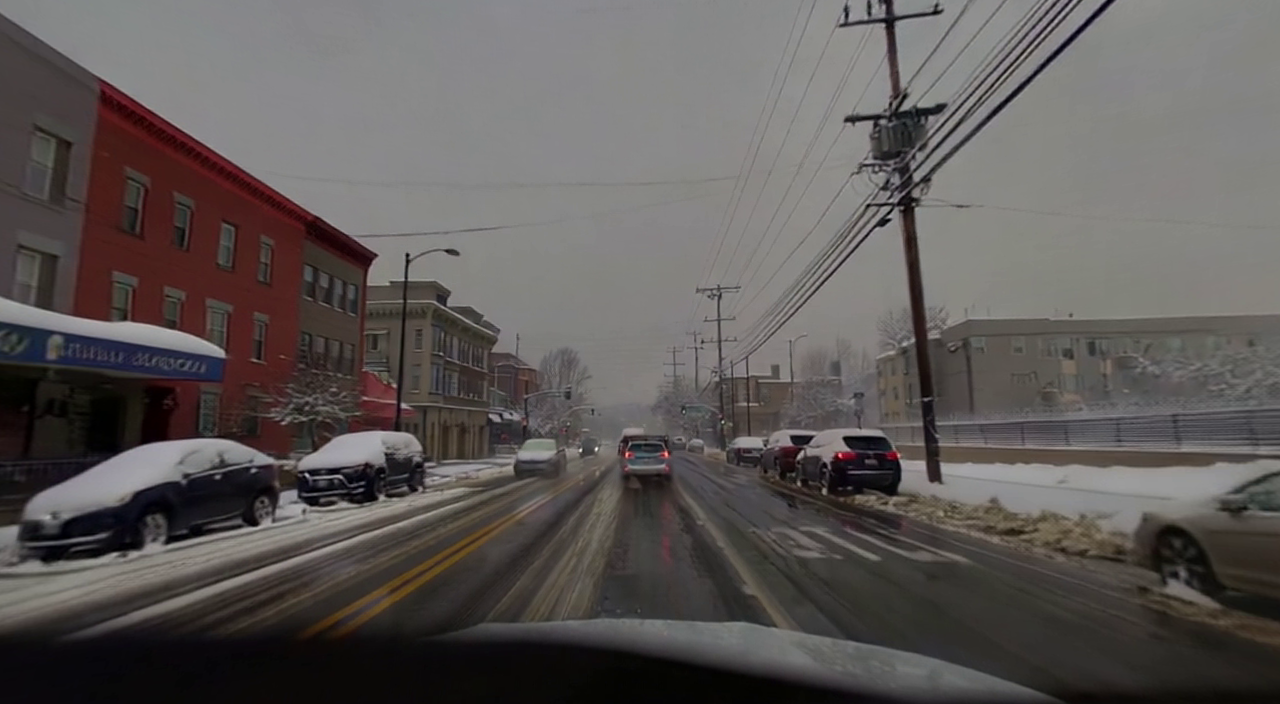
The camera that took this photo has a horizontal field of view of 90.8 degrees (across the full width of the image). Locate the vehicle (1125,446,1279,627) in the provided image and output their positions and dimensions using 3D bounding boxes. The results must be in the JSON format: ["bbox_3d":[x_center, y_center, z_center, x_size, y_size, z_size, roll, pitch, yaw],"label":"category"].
[{"bbox_3d":[6.520,1.551,5.100,1.842,1.561,4.084,1,-9,-2],"label":"vehicle"}]

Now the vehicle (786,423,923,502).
[{"bbox_3d":[6.347,3.369,19.683,2.203,2.052,5.975,0,-9,0],"label":"vehicle"}]

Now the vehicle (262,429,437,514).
[{"bbox_3d":[-7.336,3.023,16.765,2.095,1.847,5.290,0,-8,0],"label":"vehicle"}]

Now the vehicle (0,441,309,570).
[{"bbox_3d":[-7.293,2.198,9.972,1.928,1.552,4.234,0,-8,-2],"label":"vehicle"}]

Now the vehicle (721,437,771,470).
[{"bbox_3d":[6.574,6.342,39.701,2.197,1.917,5.637,0,-9,0],"label":"vehicle"}]

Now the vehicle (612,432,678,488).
[{"bbox_3d":[0.200,3.530,20.915,1.980,1.635,3.795,0,-9,1],"label":"vehicle"}]

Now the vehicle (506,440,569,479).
[{"bbox_3d":[-4.252,4.535,26.988,1.944,1.515,4.428,0,-9,0],"label":"vehicle"}]
